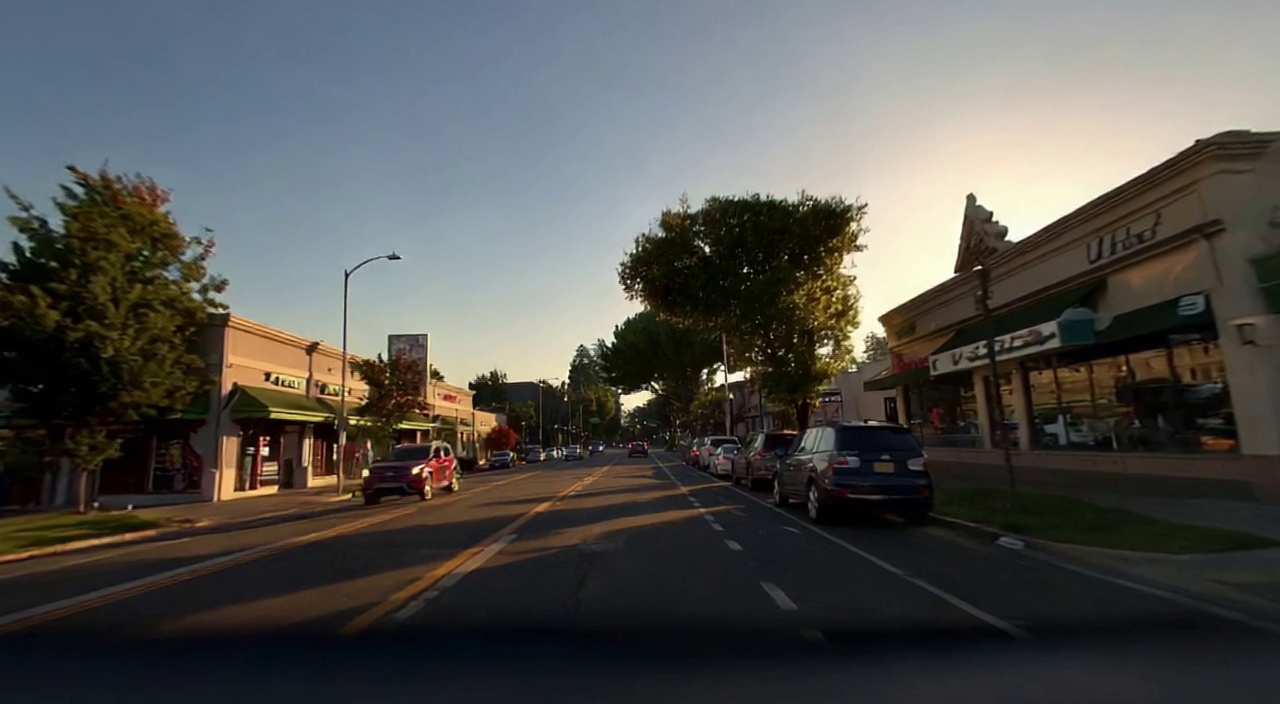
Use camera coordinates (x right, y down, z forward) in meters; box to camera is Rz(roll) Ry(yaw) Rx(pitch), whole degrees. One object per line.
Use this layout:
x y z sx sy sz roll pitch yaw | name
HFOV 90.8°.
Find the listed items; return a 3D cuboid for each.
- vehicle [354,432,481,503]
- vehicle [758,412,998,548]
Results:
-6.452 3.402 19.032 2.098 1.838 4.718 0 -8 0 | vehicle
3.877 2.227 11.869 2.164 1.880 6.057 0 -8 0 | vehicle
